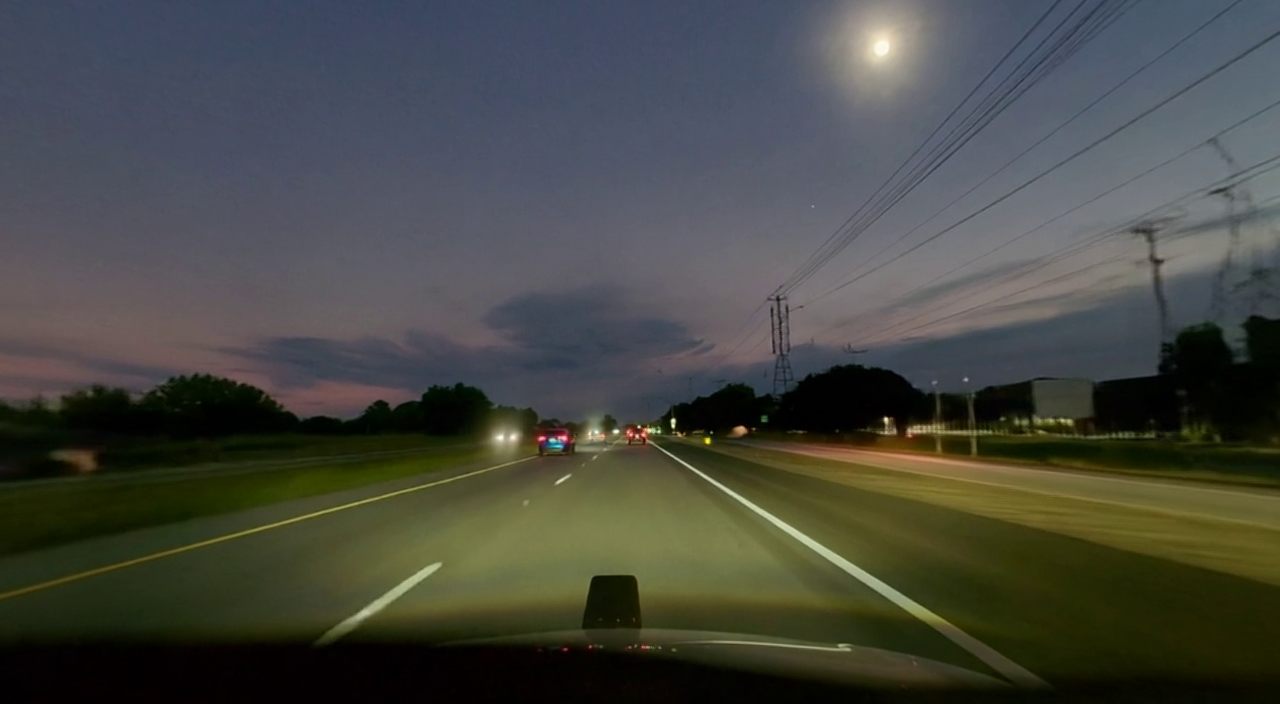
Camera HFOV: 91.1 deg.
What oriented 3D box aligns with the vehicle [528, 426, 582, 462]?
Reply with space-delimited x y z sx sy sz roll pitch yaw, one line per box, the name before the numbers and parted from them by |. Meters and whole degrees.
vehicle | -3.957 4.340 29.940 2.023 1.580 4.259 0 -8 -1
